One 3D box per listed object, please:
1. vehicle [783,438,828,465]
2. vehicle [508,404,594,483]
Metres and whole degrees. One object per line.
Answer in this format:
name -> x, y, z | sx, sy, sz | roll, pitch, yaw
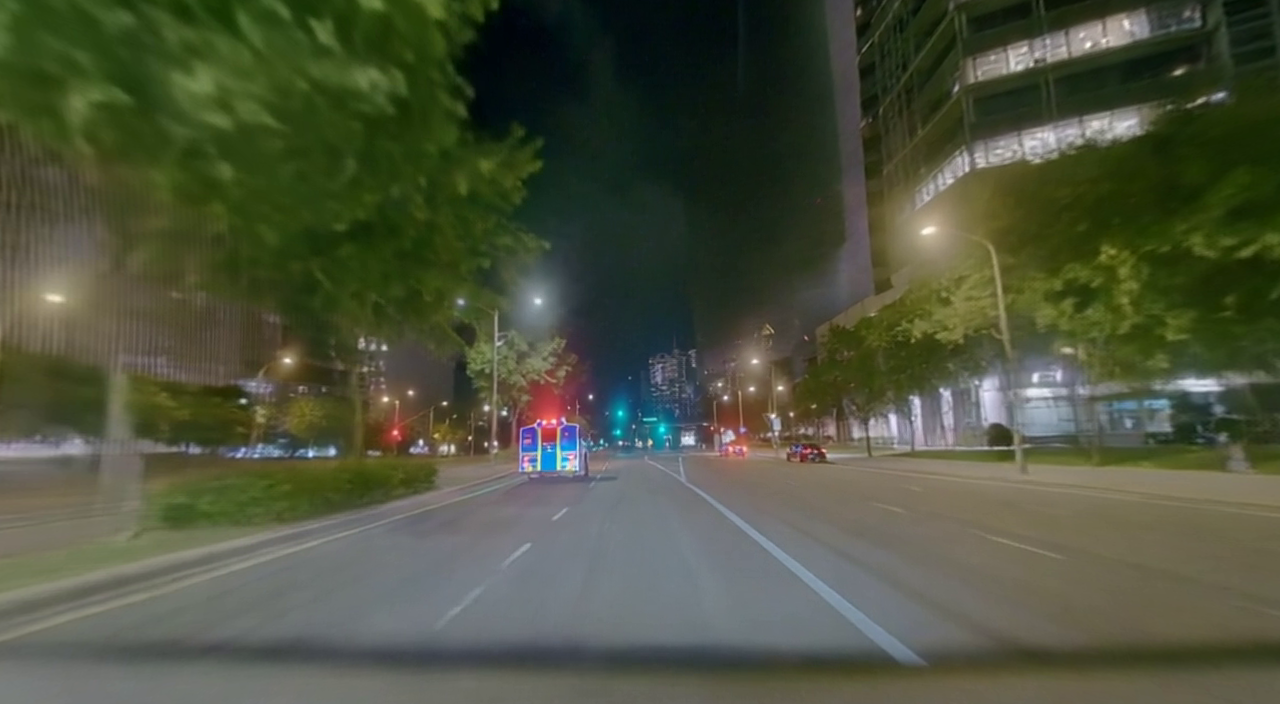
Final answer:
vehicle -> 10.982, 6.635, 42.258 | 1.980, 1.719, 4.422 | -1, -9, 2
vehicle -> -3.392, 3.707, 25.467 | 2.633, 2.787, 5.796 | 0, -9, 0
